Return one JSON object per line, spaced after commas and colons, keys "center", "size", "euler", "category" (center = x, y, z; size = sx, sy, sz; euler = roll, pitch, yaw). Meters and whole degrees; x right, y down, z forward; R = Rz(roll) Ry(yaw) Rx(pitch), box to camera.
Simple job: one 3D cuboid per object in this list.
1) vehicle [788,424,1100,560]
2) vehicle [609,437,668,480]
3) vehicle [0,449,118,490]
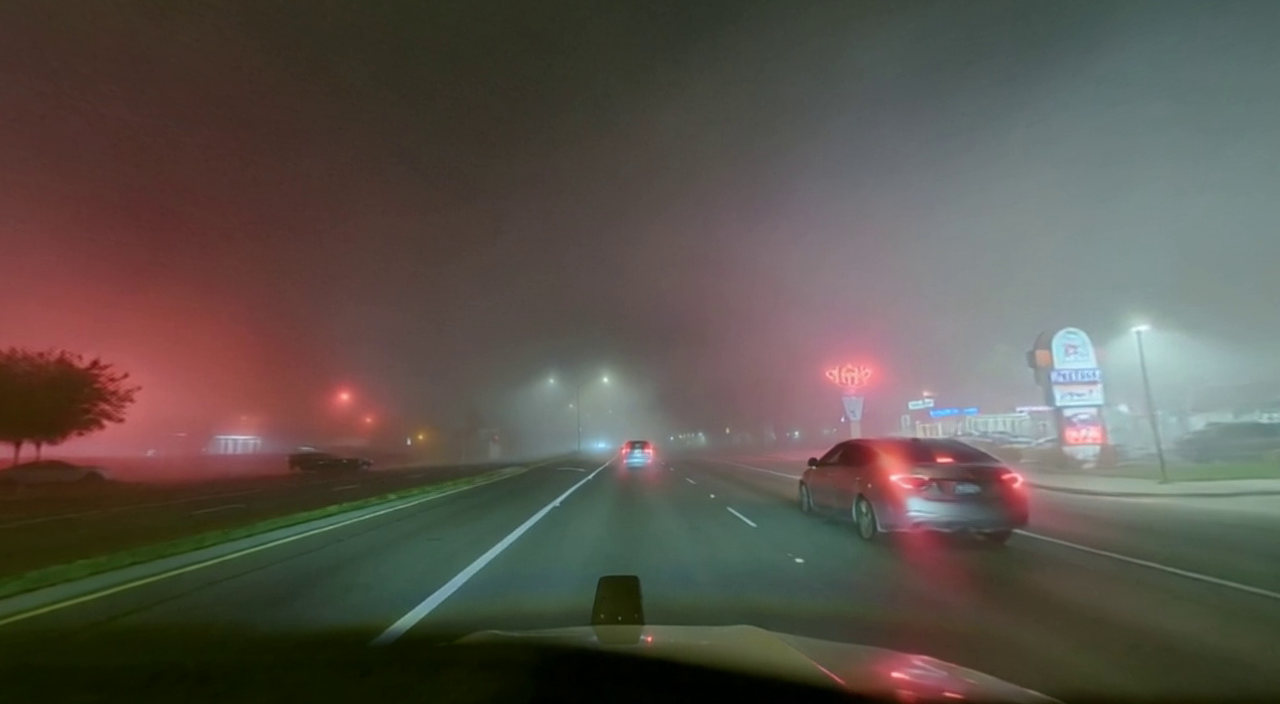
{"center": [3.884, 1.880, 9.276], "size": [2.153, 1.456, 4.705], "euler": [0, -8, -1], "category": "vehicle"}
{"center": [-0.087, 3.908, 23.404], "size": [1.998, 1.452, 3.773], "euler": [0, -8, -1], "category": "vehicle"}
{"center": [-27.394, 5.393, 29.086], "size": [4.698, 1.780, 2.032], "euler": [0, -8, 1], "category": "vehicle"}
